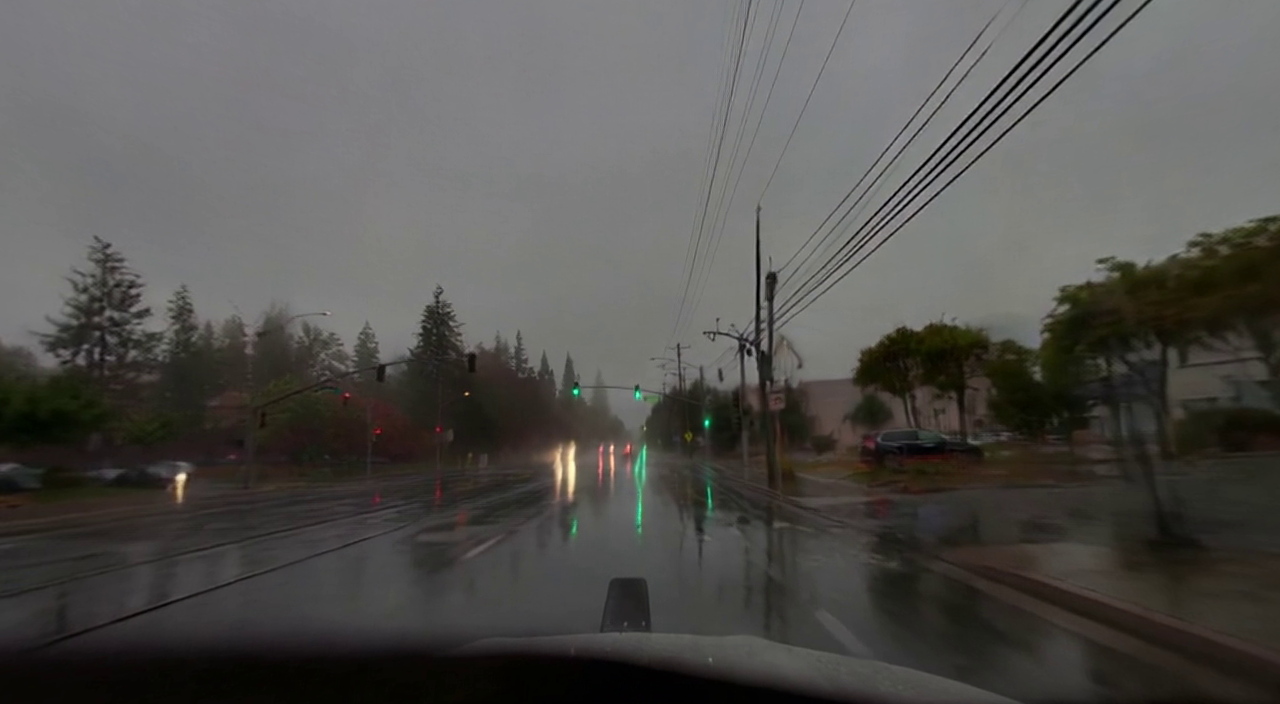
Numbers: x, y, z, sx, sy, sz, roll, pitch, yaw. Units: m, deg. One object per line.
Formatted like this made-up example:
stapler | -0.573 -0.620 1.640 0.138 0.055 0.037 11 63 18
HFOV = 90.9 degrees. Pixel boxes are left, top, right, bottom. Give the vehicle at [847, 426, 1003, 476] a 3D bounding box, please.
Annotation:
vehicle | 10.541 3.695 23.596 4.765 1.738 2.101 0 -8 -2

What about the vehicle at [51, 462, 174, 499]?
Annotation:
vehicle | -26.825 6.533 32.171 4.451 1.724 1.988 0 -8 0
